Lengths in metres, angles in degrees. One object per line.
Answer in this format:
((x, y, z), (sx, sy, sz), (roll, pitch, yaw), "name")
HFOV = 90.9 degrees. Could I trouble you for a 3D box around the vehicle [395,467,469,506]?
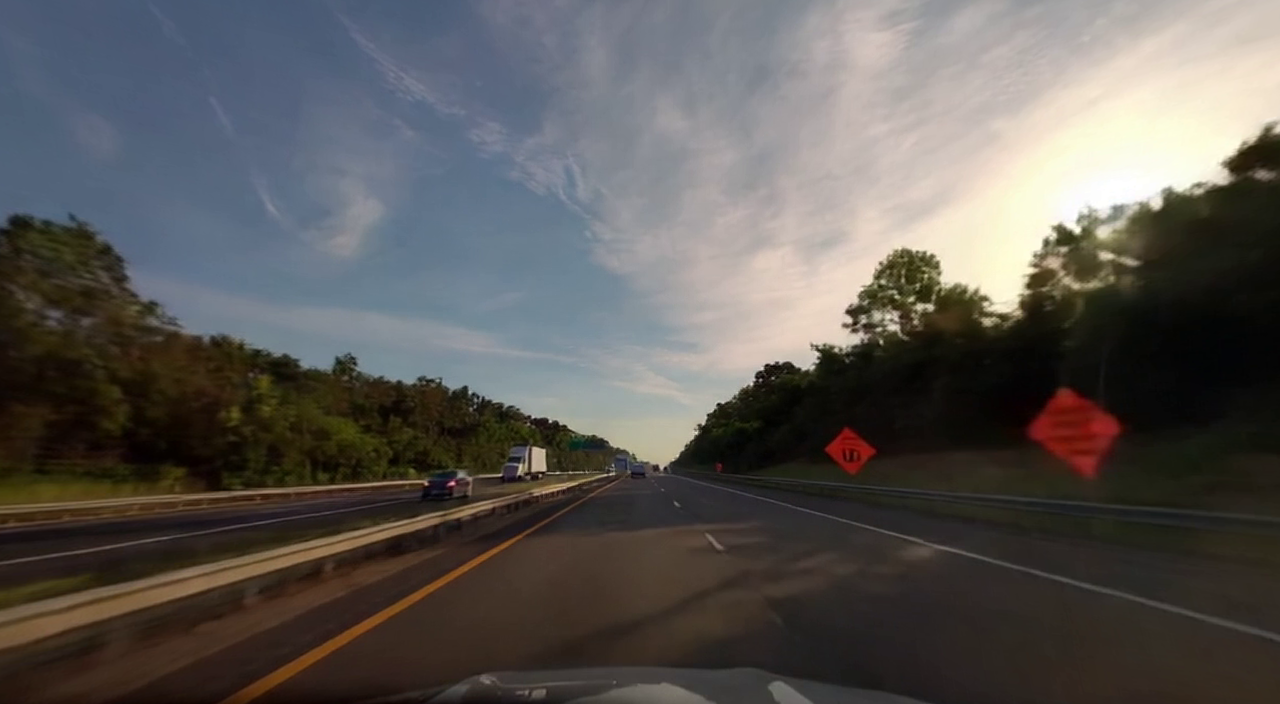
((-9.716, 6.303, 29.841), (2.021, 1.630, 4.251), (1, -10, 0), "vehicle")
